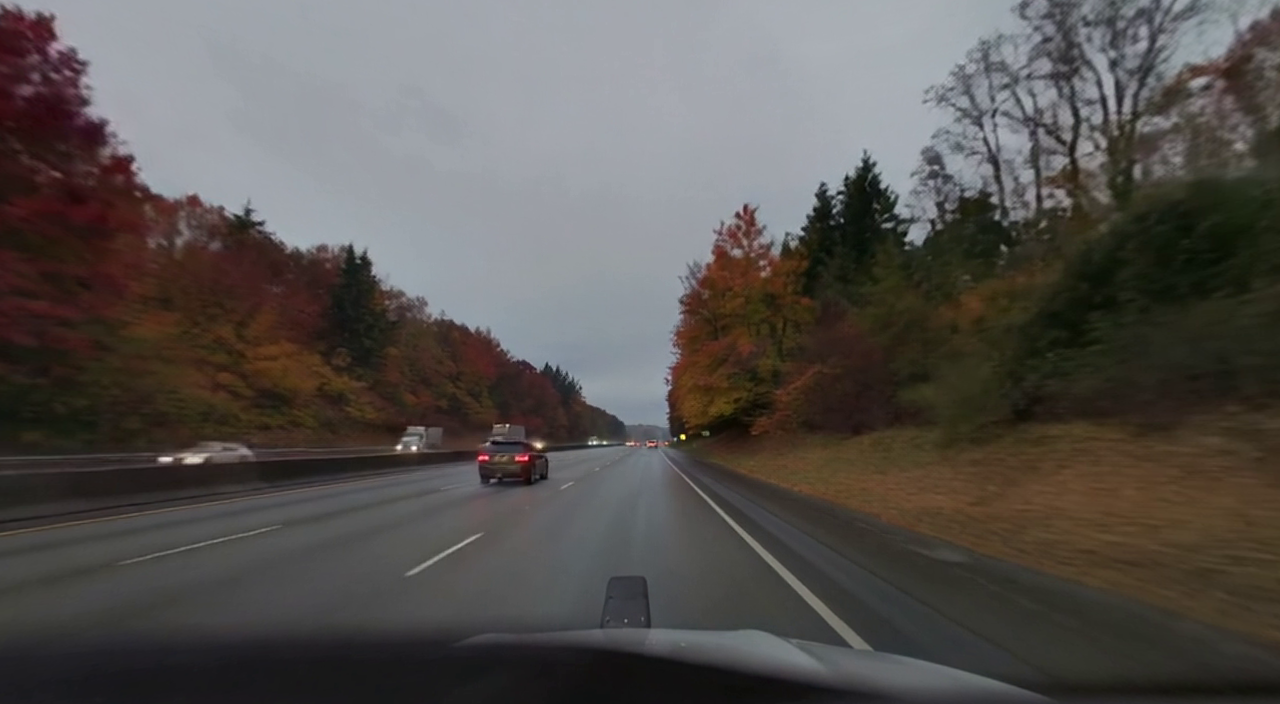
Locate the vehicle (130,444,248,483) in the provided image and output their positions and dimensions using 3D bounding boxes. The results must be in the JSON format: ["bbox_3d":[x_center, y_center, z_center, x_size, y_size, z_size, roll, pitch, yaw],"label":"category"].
[{"bbox_3d":[-19.571,4.818,27.578,1.836,1.528,4.456,0,-8,1],"label":"vehicle"}]

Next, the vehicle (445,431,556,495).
[{"bbox_3d":[-3.905,3.197,18.556,2.123,1.643,4.479,0,-8,2],"label":"vehicle"}]
